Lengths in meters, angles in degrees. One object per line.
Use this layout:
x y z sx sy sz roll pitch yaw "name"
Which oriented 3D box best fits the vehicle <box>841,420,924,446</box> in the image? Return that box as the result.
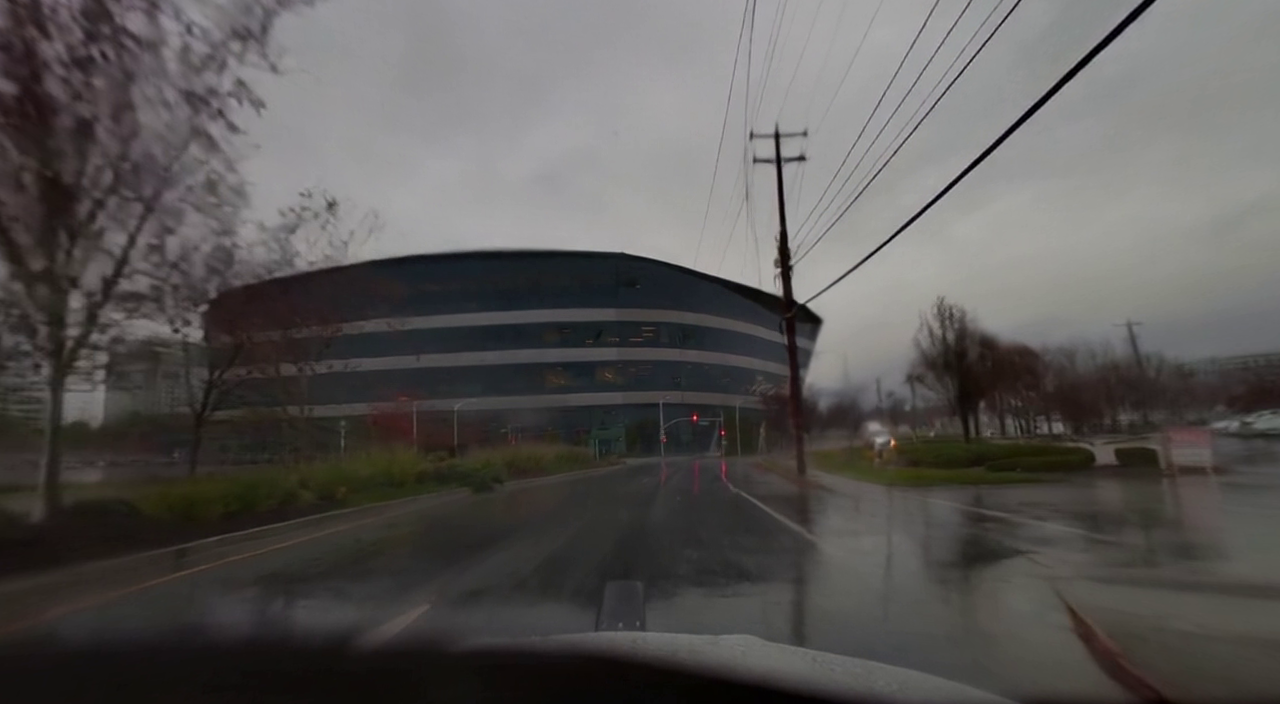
18.620 6.242 48.675 5.745 1.902 2.244 -2 -9 16 "vehicle"
